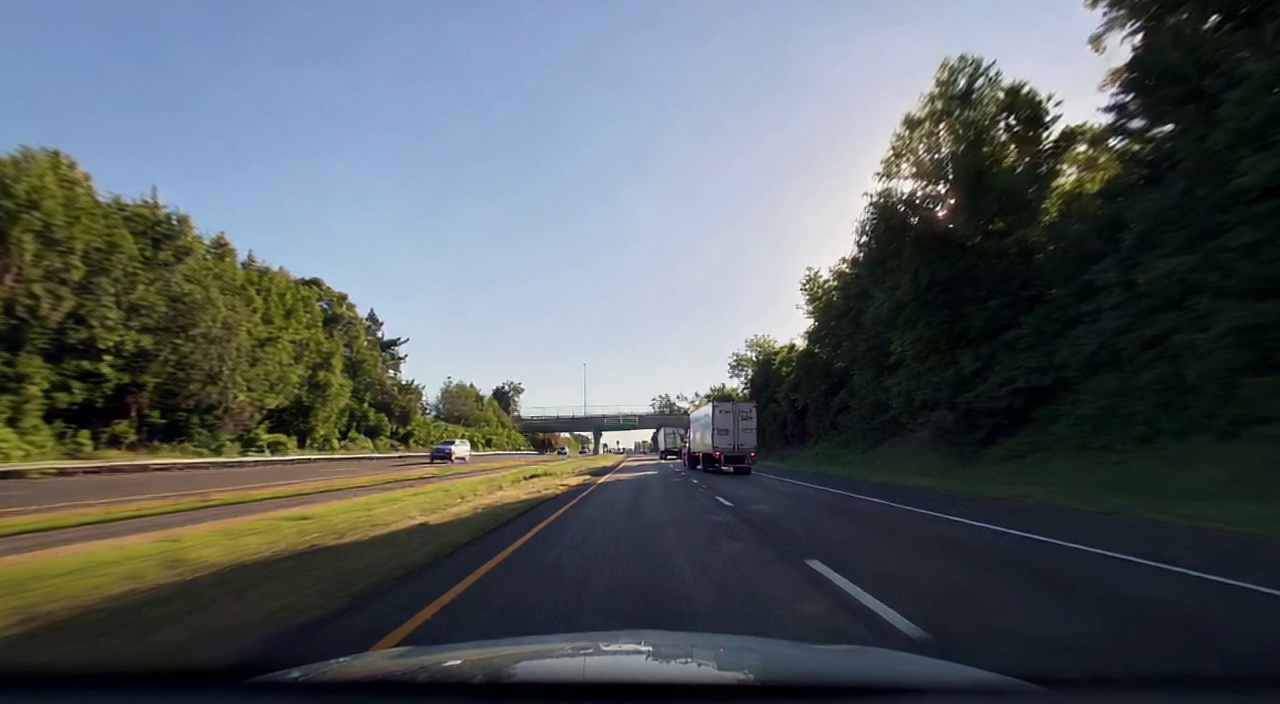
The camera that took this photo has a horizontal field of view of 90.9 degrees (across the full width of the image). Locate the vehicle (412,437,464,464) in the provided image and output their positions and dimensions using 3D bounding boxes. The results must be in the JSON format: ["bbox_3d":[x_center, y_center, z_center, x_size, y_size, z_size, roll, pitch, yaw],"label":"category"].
[{"bbox_3d":[-12.080,5.969,38.019,1.830,1.520,3.936,0,-9,0],"label":"vehicle"}]

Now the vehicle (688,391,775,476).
[{"bbox_3d":[4.918,5.012,37.418,2.929,4.093,14.258,0,-9,0],"label":"vehicle"}]
